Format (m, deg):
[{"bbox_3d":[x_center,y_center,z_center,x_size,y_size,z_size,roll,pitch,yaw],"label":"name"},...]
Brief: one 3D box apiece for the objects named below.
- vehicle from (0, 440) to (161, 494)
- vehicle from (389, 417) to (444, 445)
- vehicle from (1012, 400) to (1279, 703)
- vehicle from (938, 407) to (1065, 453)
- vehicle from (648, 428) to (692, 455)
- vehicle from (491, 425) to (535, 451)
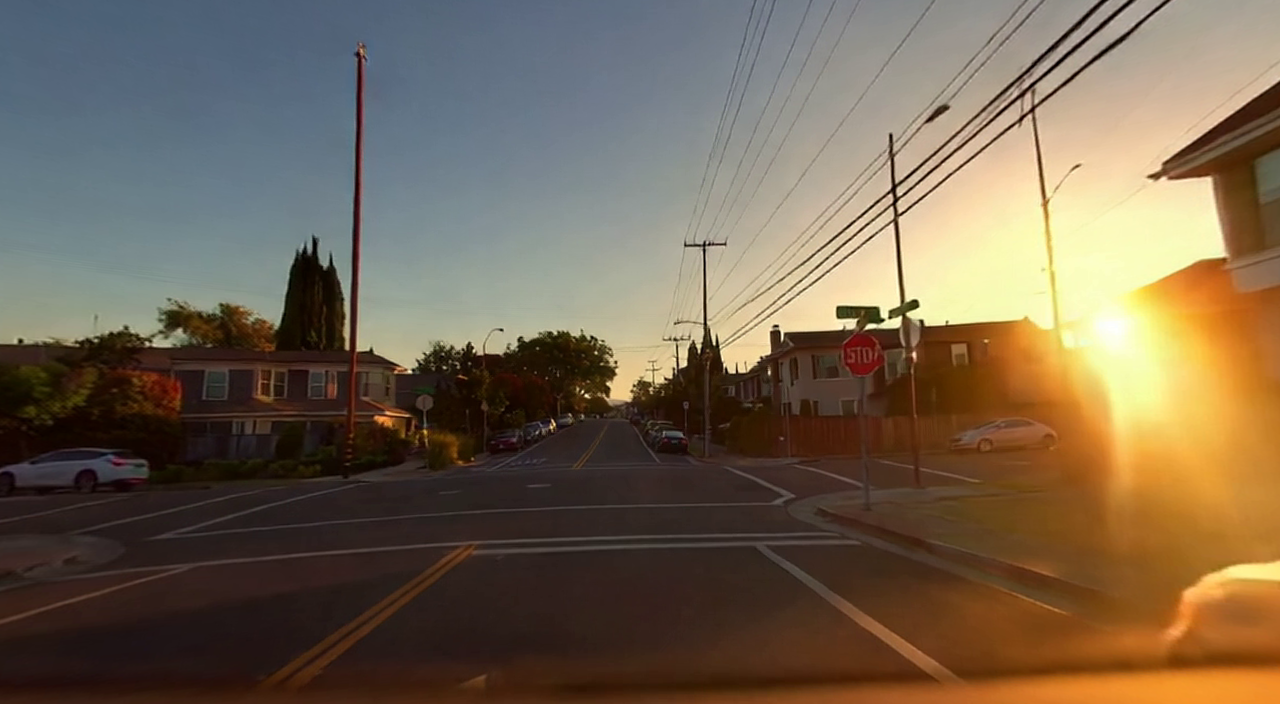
[{"bbox_3d":[-19.719,3.978,22.066,4.181,1.742,1.945,1,-9,-11],"label":"vehicle"},{"bbox_3d":[-14.345,5.168,40.836,1.992,1.678,4.658,0,-8,-3],"label":"vehicle"},{"bbox_3d":[3.030,0.715,0.751,2.038,1.473,4.842,0,-8,-3],"label":"vehicle"},{"bbox_3d":[17.185,3.739,30.156,4.985,2.088,2.141,2,-9,-12],"label":"vehicle"},{"bbox_3d":[1.731,5.351,37.721,2.120,1.487,4.360,0,-8,-4],"label":"vehicle"},{"bbox_3d":[-8.334,5.732,41.897,2.065,1.553,4.636,0,-8,-1],"label":"vehicle"}]
